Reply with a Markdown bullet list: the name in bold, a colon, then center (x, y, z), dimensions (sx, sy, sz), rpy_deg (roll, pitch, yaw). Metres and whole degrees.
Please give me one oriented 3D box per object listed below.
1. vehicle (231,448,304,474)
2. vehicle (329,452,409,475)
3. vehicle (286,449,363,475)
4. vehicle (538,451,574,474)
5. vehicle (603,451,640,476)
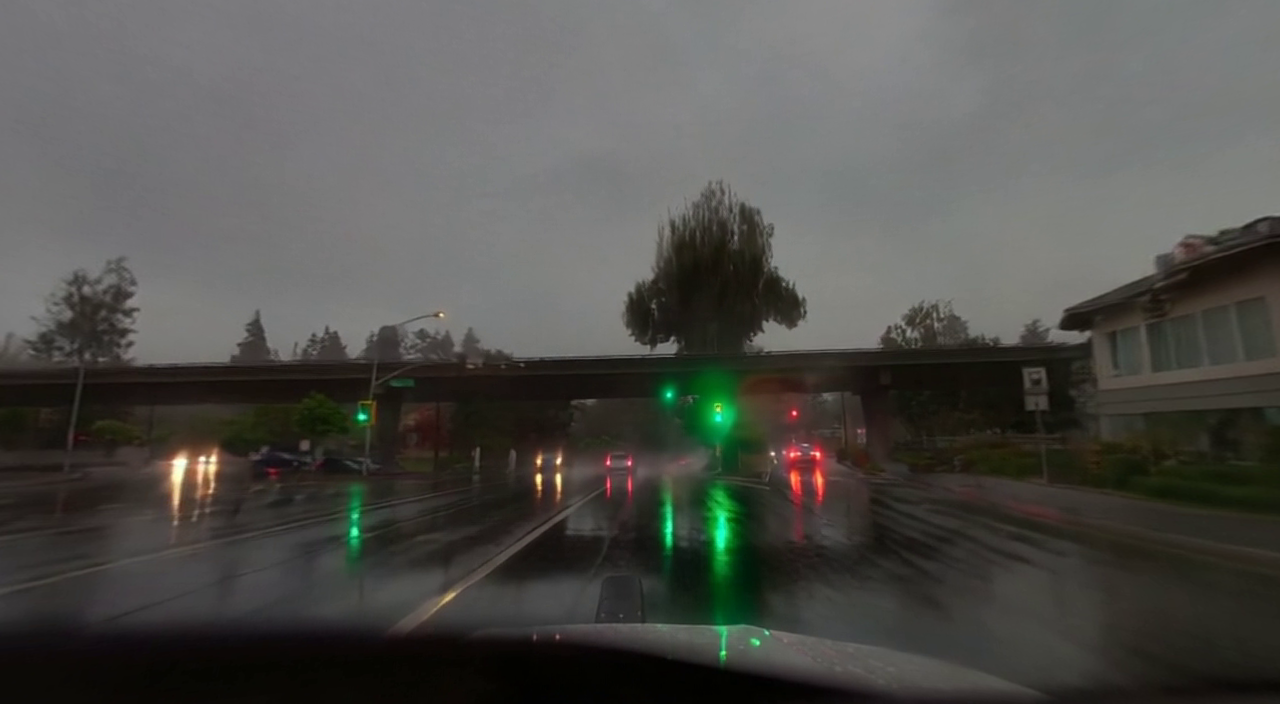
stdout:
- **vehicle**: center (-26.765, 7.790, 45.384), dimensions (4.598, 1.765, 1.955), rpy_deg (-3, -9, 21)
- **vehicle**: center (-19.172, 7.917, 44.805), dimensions (4.775, 1.531, 1.989), rpy_deg (-1, -8, 2)
- **vehicle**: center (-20.374, 7.111, 40.961), dimensions (3.877, 1.623, 2.049), rpy_deg (0, -8, -3)
- **vehicle**: center (-6.345, 8.410, 48.231), dimensions (1.886, 1.654, 4.037), rpy_deg (-1, -9, 5)
- **vehicle**: center (-1.185, 7.465, 42.489), dimensions (1.997, 1.542, 4.202), rpy_deg (-1, -8, 5)
